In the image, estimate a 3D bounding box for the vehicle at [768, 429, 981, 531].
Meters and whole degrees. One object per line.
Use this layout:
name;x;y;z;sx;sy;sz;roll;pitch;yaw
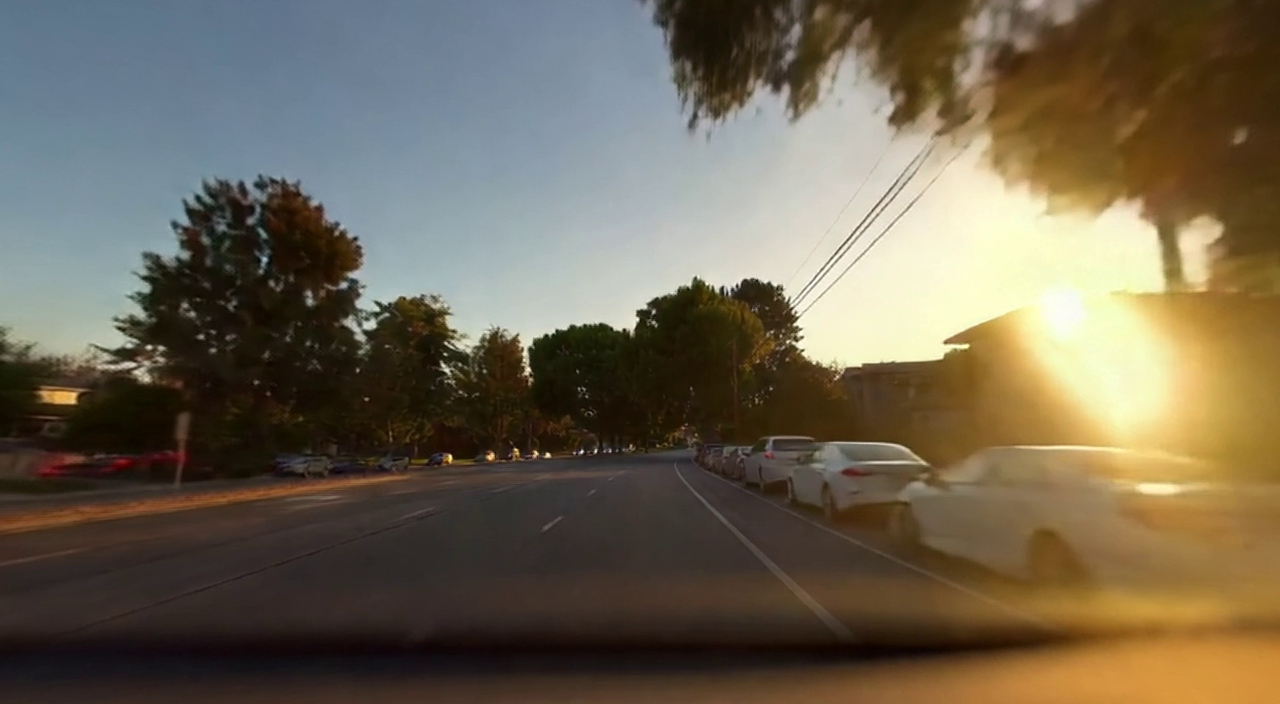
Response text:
vehicle;4.050;2.301;12.031;2.039;1.499;4.888;0;-9;-2

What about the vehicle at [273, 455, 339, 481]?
vehicle;-23.133;8.025;43.987;1.967;1.467;4.769;-2;-7;0

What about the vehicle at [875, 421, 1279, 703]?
vehicle;4.085;1.437;5.608;1.981;1.436;5.021;0;-9;-1
